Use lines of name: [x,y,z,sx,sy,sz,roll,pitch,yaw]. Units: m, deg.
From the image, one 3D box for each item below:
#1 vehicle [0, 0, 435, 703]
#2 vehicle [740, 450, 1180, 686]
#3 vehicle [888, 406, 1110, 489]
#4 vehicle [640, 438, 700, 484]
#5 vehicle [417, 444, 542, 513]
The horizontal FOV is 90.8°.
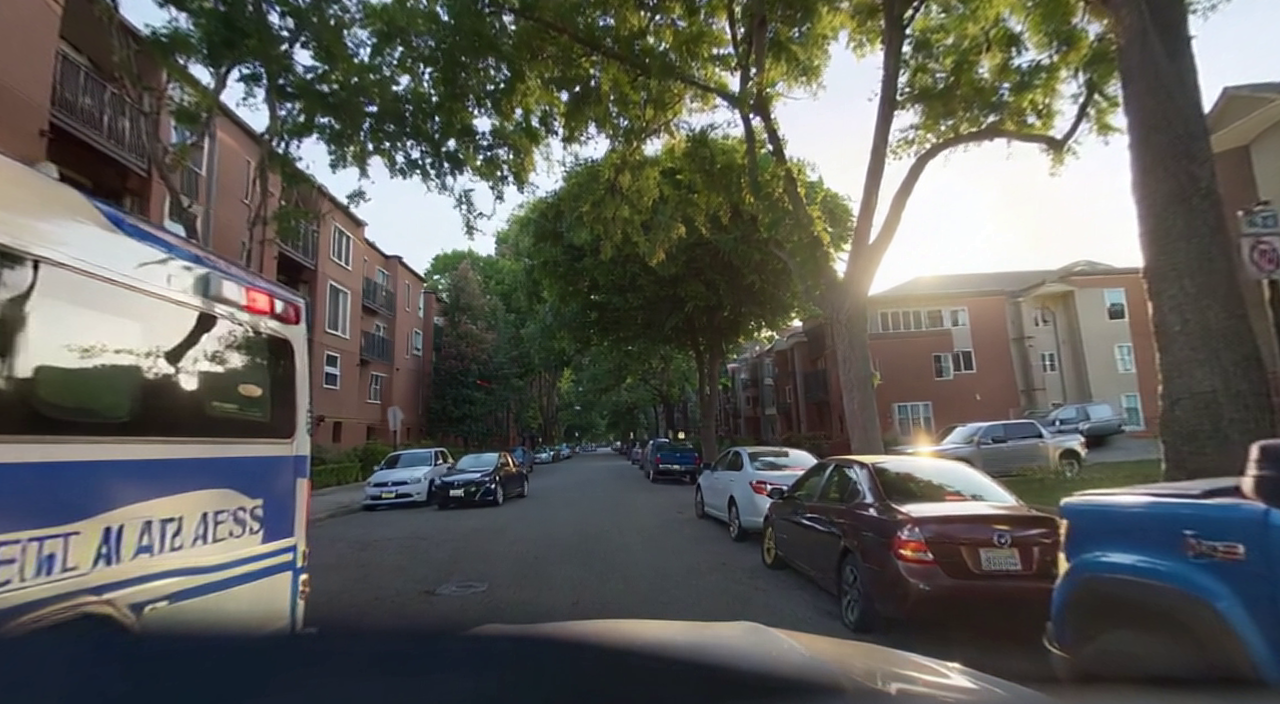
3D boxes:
vehicle: [-2.659,0.101,0.689,2.705,2.859,6.875,0,-8,-2]
vehicle: [2.276,1.622,5.961,1.720,1.333,4.233,1,-8,-4]
vehicle: [9.066,2.457,16.249,4.416,1.784,1.929,-2,-10,-2]
vehicle: [1.107,4.345,25.439,1.878,1.664,4.033,1,-8,-5]
vehicle: [-3.919,3.146,16.293,1.966,1.515,4.394,0,-8,1]
